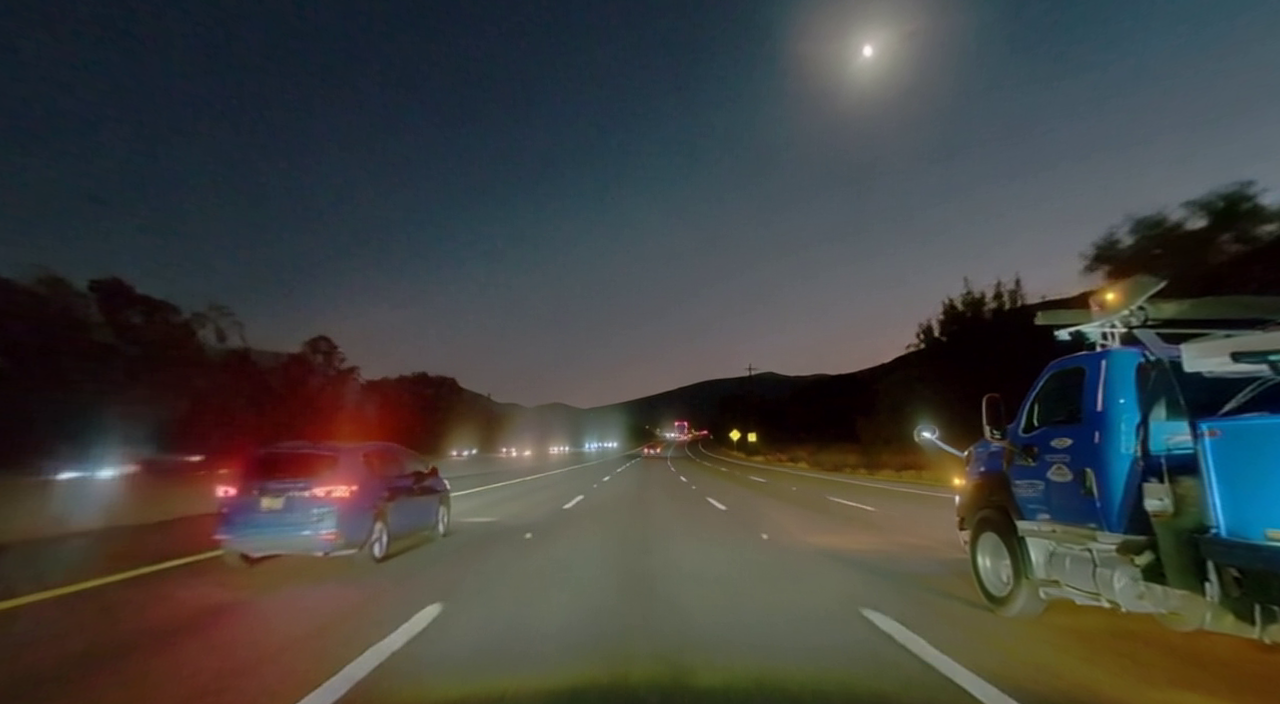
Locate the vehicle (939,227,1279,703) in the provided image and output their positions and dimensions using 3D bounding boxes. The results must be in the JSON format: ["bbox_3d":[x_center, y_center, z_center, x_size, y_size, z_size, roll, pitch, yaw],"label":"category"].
[{"bbox_3d":[3.662,0.552,1.622,2.538,2.228,6.370,0,-9,-1],"label":"vehicle"}]

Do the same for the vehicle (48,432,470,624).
[{"bbox_3d":[-3.632,1.742,7.288,1.974,1.493,4.563,0,-9,1],"label":"vehicle"}]
